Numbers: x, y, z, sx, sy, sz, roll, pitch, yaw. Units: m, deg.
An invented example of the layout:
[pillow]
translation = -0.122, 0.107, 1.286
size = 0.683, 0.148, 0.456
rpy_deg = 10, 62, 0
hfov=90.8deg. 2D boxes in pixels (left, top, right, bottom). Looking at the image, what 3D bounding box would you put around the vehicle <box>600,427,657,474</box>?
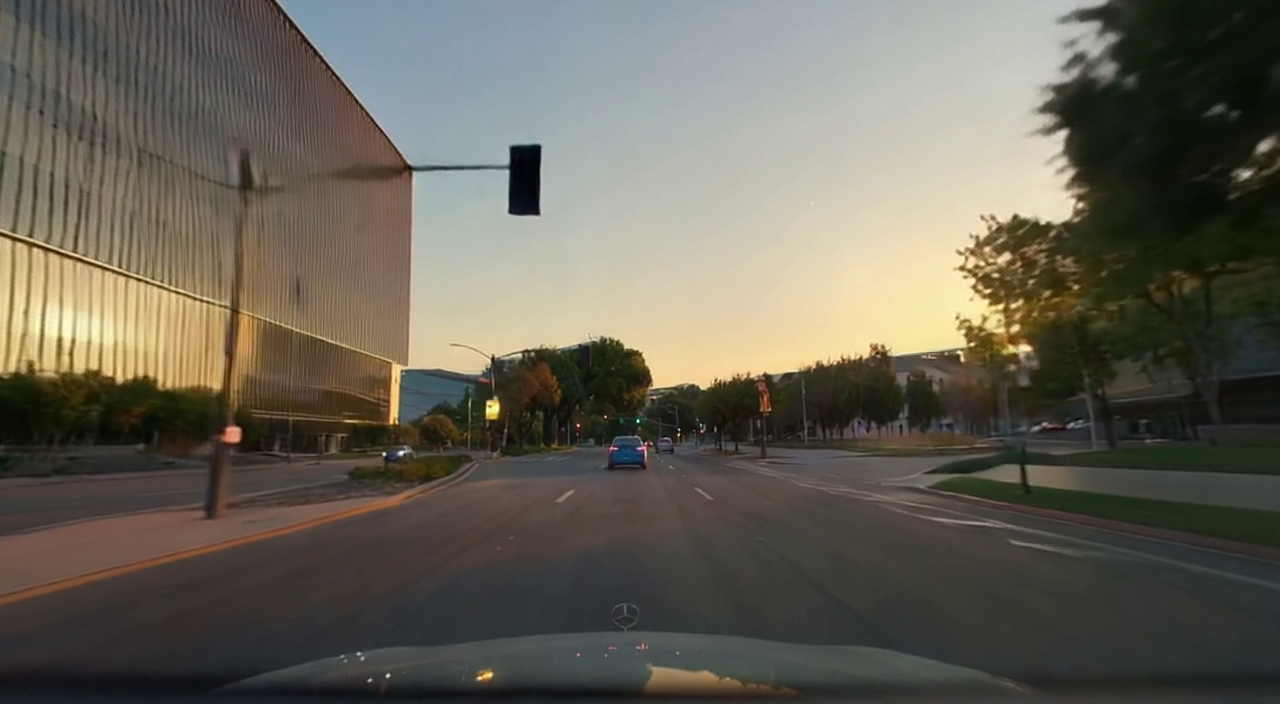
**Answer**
[vehicle]
translation = -0.468, 4.304, 27.684
size = 2.313, 1.860, 4.319
rpy_deg = 0, -8, 0
